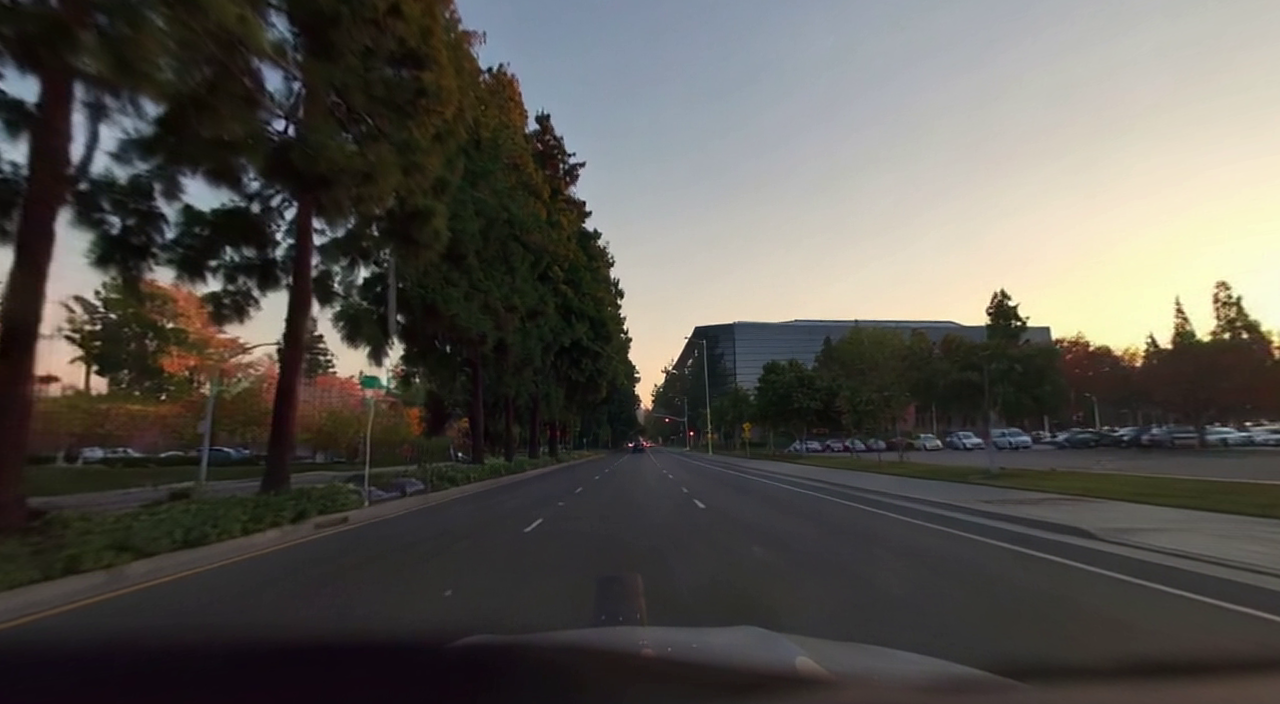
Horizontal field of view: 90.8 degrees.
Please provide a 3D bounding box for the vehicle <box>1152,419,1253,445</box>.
[{"bbox_3d":[34.109,4.931,38.496,1.850,1.490,4.701,-1,-8,1],"label":"vehicle"}]
